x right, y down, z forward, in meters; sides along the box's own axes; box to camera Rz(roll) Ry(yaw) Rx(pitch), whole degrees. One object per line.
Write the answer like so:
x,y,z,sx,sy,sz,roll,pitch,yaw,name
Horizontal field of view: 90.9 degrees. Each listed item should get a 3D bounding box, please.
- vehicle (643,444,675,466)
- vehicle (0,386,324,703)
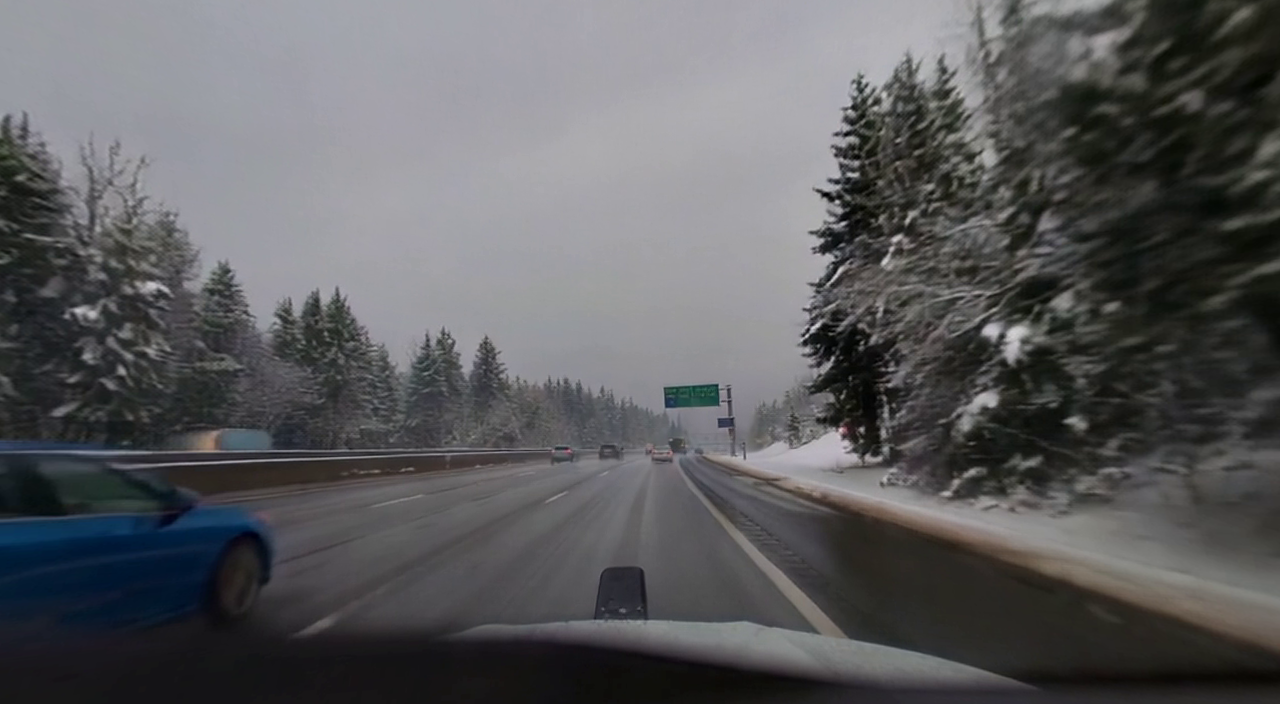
1.375,7.195,44.305,2.113,1.464,4.073,0,-8,3,vehicle
-3.466,0.927,2.565,2.024,1.531,4.431,0,-8,0,vehicle
